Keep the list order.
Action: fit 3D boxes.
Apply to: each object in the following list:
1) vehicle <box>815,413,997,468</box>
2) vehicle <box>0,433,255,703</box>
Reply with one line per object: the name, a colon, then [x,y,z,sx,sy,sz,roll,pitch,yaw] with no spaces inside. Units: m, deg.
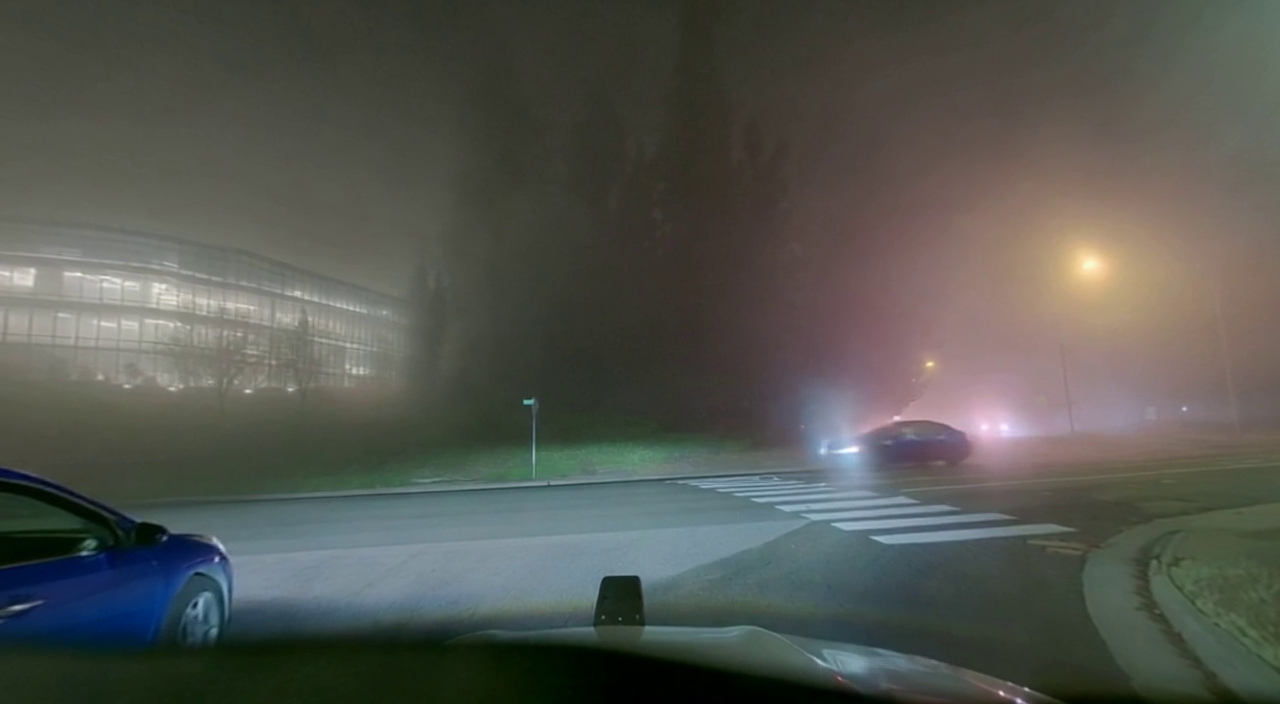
vehicle: [8.083,2.703,19.406,4.788,1.548,1.965,1,-8,-11]
vehicle: [-3.325,0.957,1.887,2.069,1.413,5.006,1,-8,-11]
